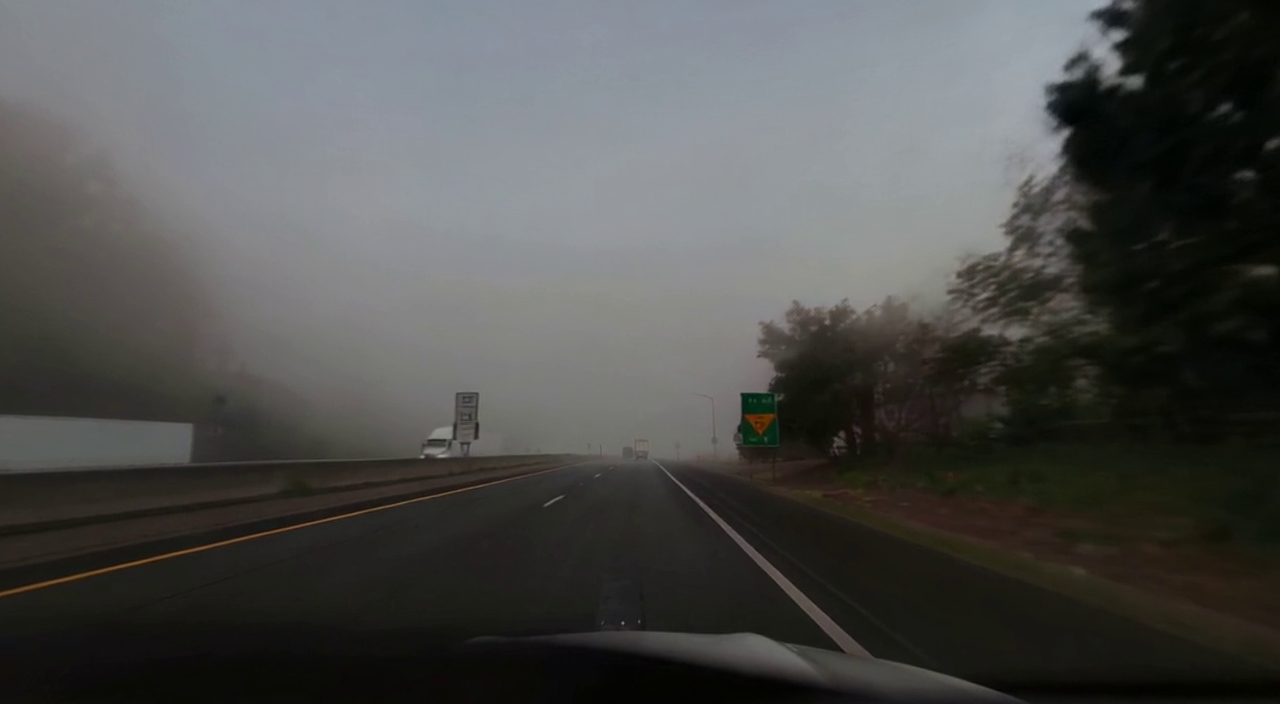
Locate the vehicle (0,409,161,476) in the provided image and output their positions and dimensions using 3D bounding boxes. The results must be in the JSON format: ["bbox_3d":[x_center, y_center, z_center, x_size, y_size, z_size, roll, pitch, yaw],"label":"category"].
[{"bbox_3d":[-38.567,5.705,39.328,2.898,3.855,17.999,0,-9,2],"label":"vehicle"}]

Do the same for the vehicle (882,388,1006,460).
[{"bbox_3d":[19.261,4.817,40.859,2.763,4.126,9.013,1,-9,-5],"label":"vehicle"}]
